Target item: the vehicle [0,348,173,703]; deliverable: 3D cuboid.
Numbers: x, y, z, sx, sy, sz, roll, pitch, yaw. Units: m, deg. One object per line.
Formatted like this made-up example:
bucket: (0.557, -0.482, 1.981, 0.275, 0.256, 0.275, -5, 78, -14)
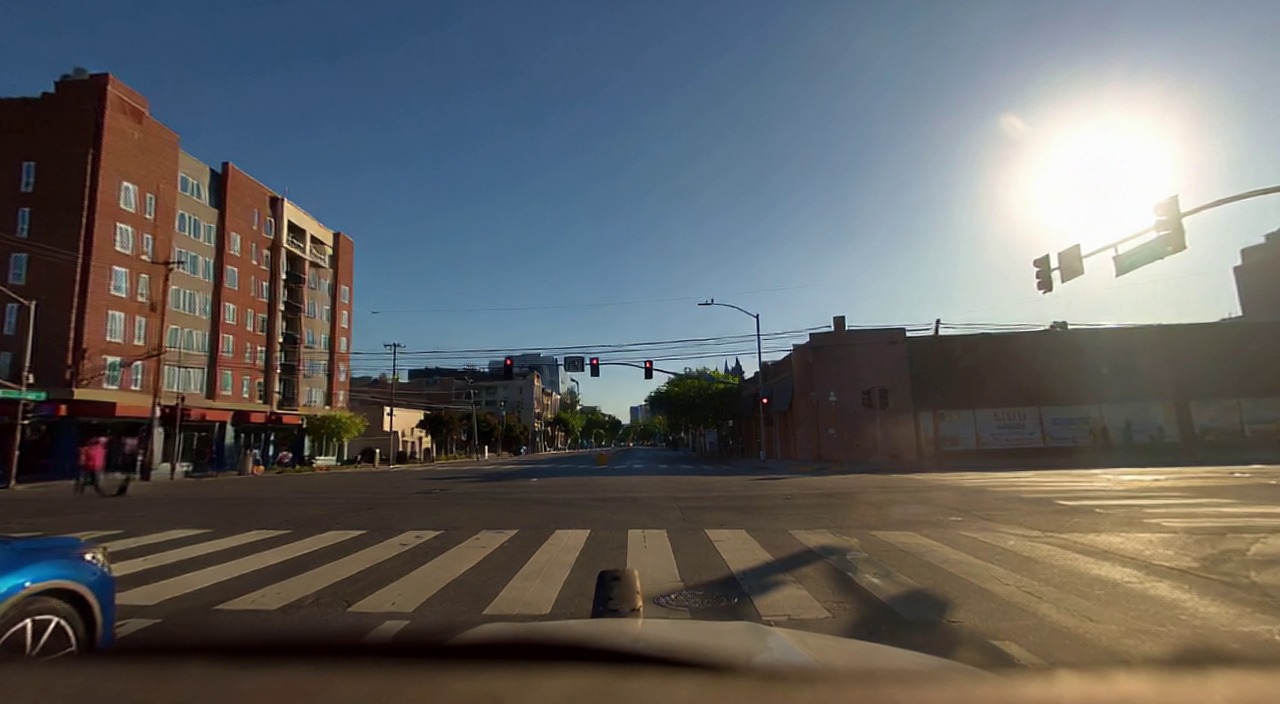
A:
vehicle: (-3.622, 0.624, 1.074, 2.109, 1.692, 4.587, 0, -8, 0)
